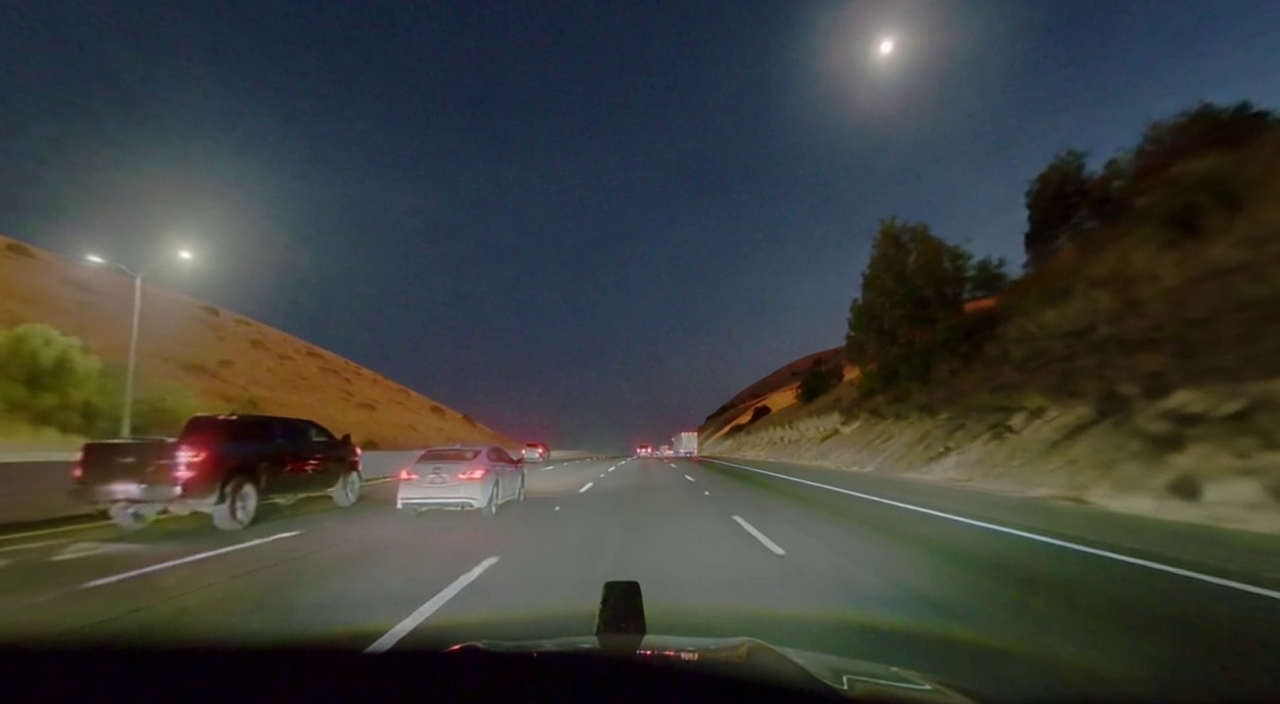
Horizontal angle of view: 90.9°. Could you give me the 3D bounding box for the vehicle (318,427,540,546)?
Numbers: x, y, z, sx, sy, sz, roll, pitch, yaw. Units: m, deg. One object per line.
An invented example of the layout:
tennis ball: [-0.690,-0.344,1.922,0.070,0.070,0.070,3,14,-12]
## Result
vehicle: [-3.162,2.121,10.672,2.091,1.552,4.516,0,-8,2]

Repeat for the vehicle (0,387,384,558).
vehicle: [-7.080,1.927,10.864,2.589,2.063,6.206,0,-8,1]
